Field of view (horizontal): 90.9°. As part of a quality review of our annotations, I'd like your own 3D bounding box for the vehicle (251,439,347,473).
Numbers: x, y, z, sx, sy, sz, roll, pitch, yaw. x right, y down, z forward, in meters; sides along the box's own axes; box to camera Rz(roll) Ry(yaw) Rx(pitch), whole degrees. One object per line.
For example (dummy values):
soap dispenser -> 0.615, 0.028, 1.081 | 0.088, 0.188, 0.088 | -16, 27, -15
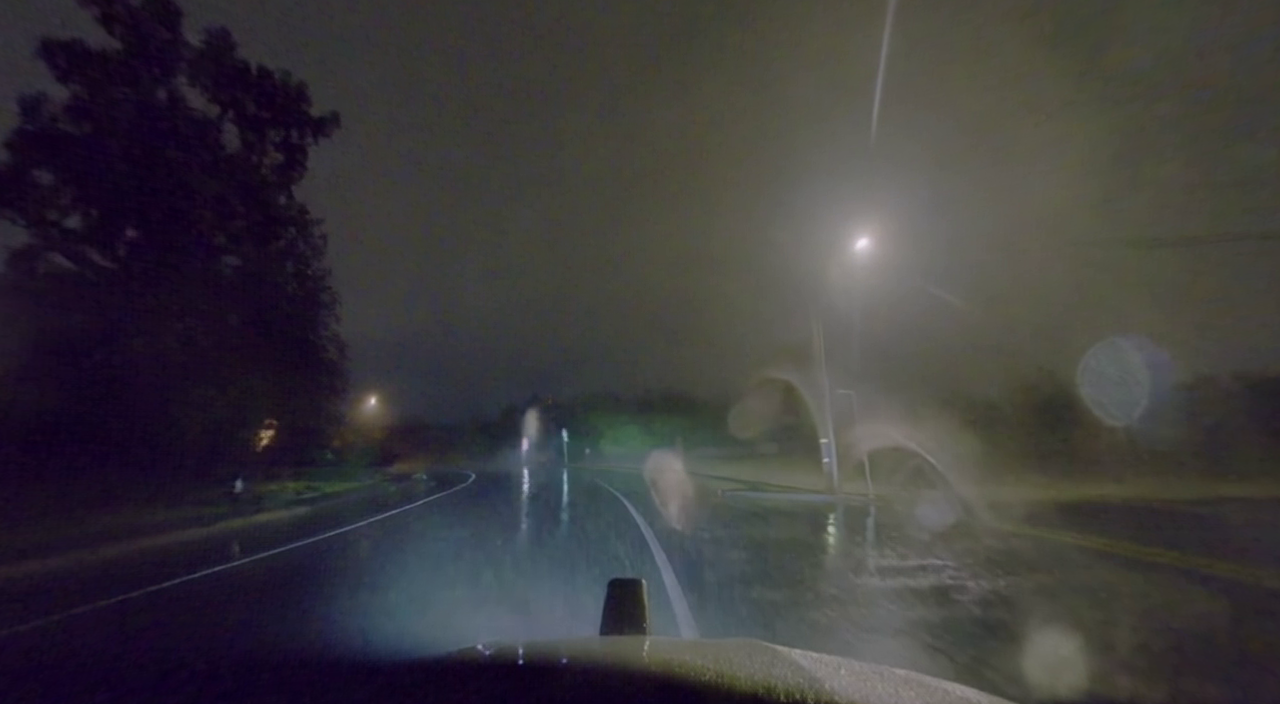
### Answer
vehicle -> -19.982, 6.061, 36.966 | 4.562, 1.857, 2.129 | -2, -9, 14
